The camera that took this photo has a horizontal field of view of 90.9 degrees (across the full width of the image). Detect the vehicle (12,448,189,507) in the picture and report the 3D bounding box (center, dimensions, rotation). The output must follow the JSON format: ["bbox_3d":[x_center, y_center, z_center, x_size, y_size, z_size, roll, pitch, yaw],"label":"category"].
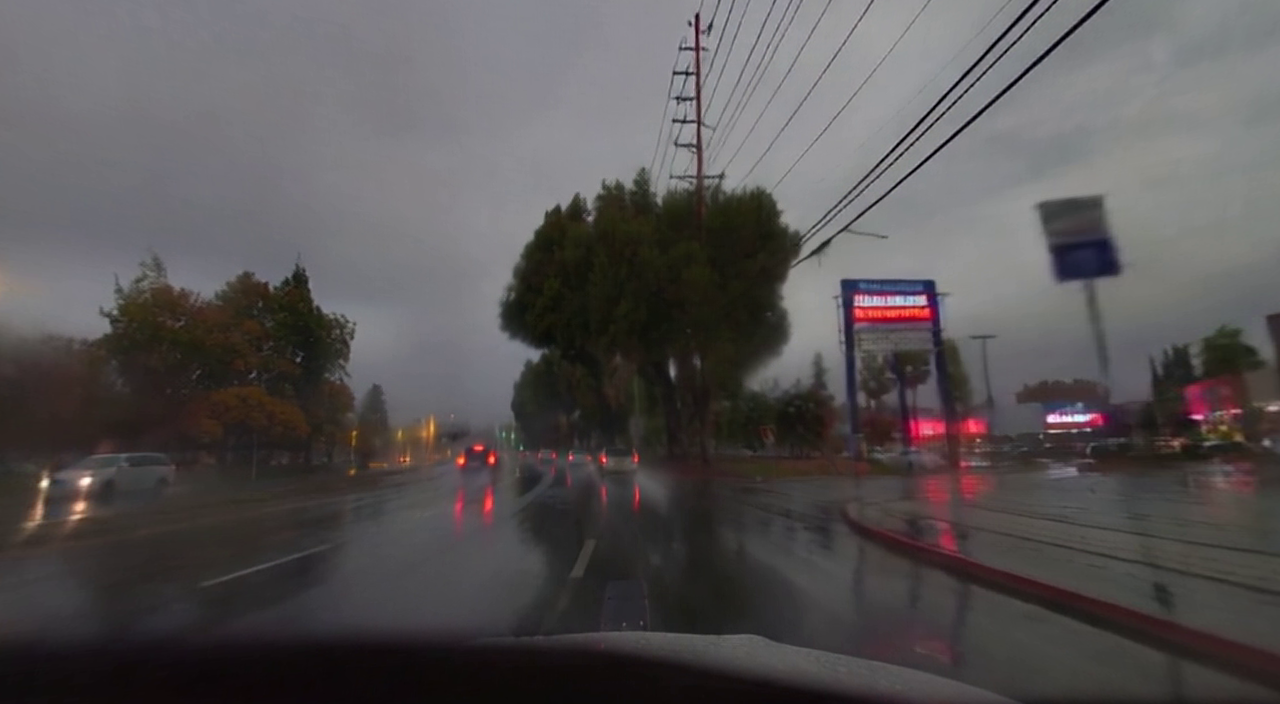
[{"bbox_3d":[-20.747,4.784,24.749,2.258,1.960,5.783,1,-9,-6],"label":"vehicle"}]

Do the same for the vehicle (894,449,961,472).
[{"bbox_3d":[22.685,8.574,49.905,4.350,1.447,1.696,-5,-10,7],"label":"vehicle"}]

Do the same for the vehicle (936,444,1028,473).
[{"bbox_3d":[21.743,6.787,40.256,4.834,1.495,1.785,2,-9,6],"label":"vehicle"}]

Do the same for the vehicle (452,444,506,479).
[{"bbox_3d":[-8.594,5.881,34.116,2.195,1.752,4.515,1,-9,-7],"label":"vehicle"}]

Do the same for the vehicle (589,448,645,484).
[{"bbox_3d":[-1.123,5.111,28.723,2.130,1.476,4.453,1,-9,-7],"label":"vehicle"}]
